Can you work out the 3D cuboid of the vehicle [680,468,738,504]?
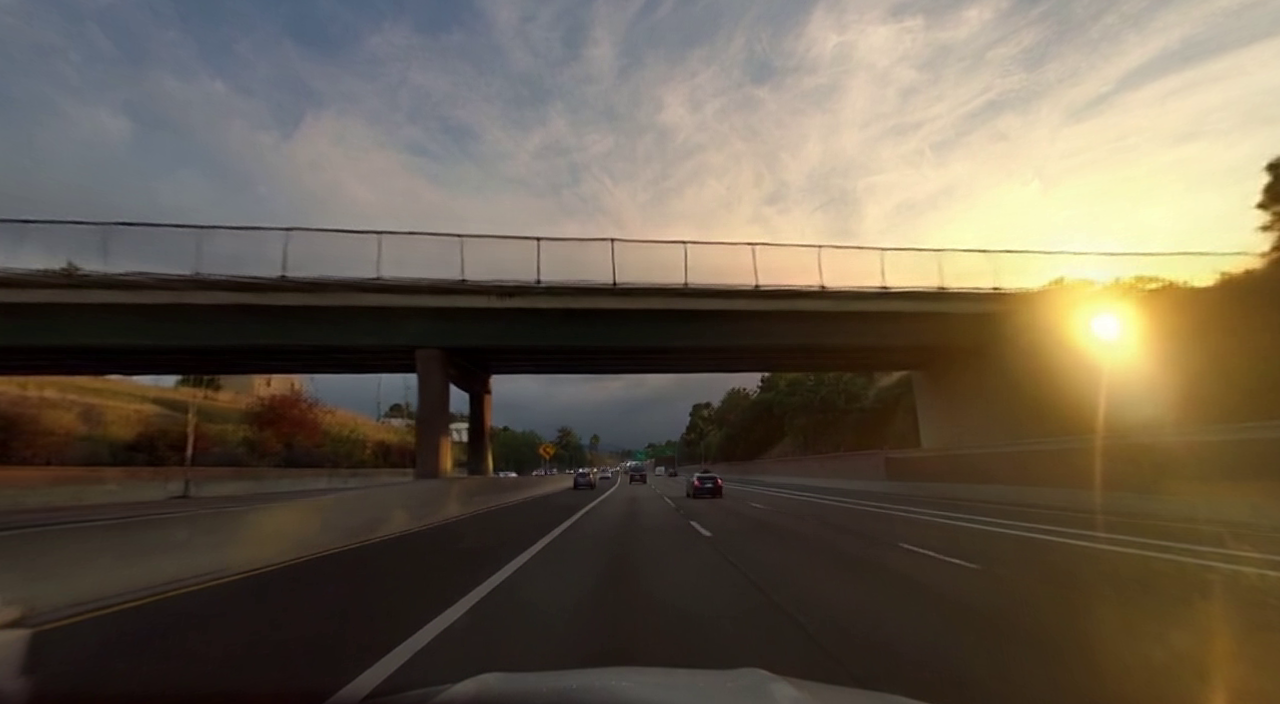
[{"bbox_3d":[3.142,6.272,29.649,2.092,1.518,4.348,1,-11,-2],"label":"vehicle"}]

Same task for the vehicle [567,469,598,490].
[{"bbox_3d":[-4.291,9.647,47.616,1.975,1.486,3.903,1,-11,0],"label":"vehicle"}]

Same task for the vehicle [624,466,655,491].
[{"bbox_3d":[-0.096,9.364,46.501,2.181,1.698,4.056,1,-11,-1],"label":"vehicle"}]
